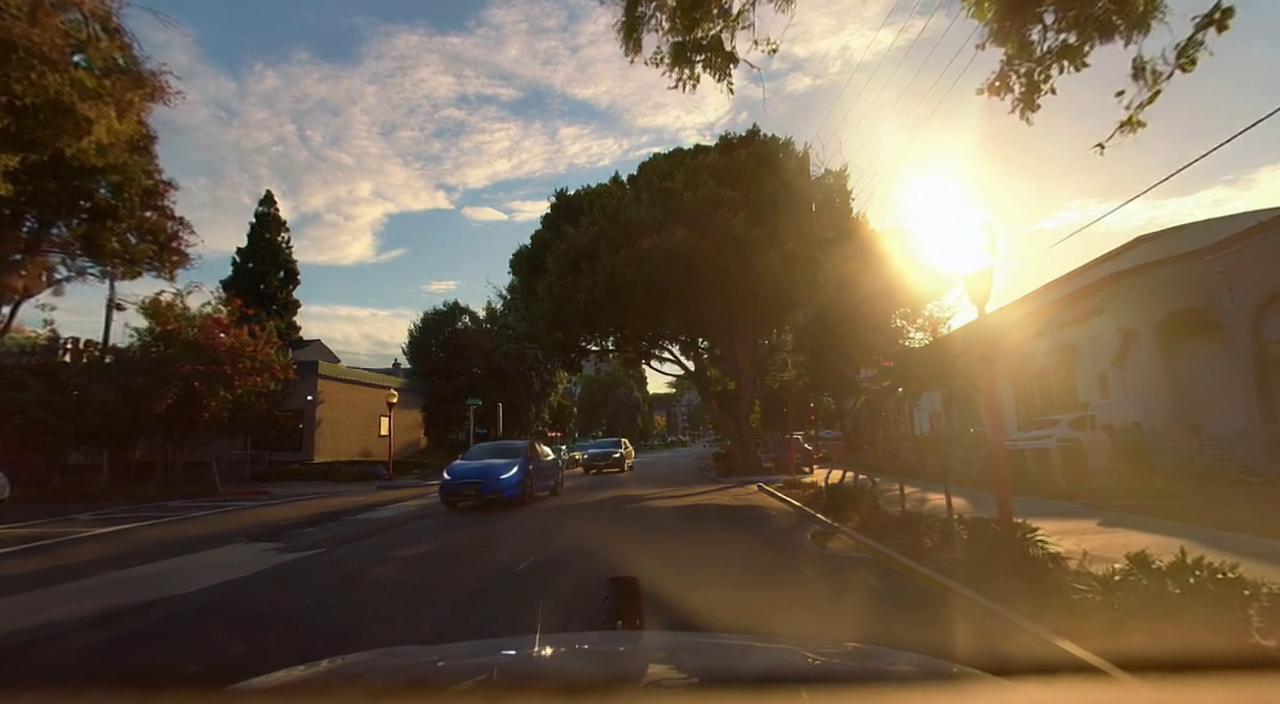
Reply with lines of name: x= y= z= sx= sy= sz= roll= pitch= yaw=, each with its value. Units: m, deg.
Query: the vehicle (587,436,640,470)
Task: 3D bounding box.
vehicle: x=-1.328 y=5.372 z=33.701 sx=2.110 sy=1.651 sz=4.410 roll=-1 pitch=-9 yaw=7

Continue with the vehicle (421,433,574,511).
vehicle: x=-3.045 y=2.699 z=14.701 sx=2.056 sy=1.508 sz=4.596 roll=-1 pitch=-9 yaw=6

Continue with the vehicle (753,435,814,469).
vehicle: x=6.669 y=4.716 z=29.897 sx=1.918 sy=1.461 sz=4.419 roll=0 pitch=-8 yaw=1
